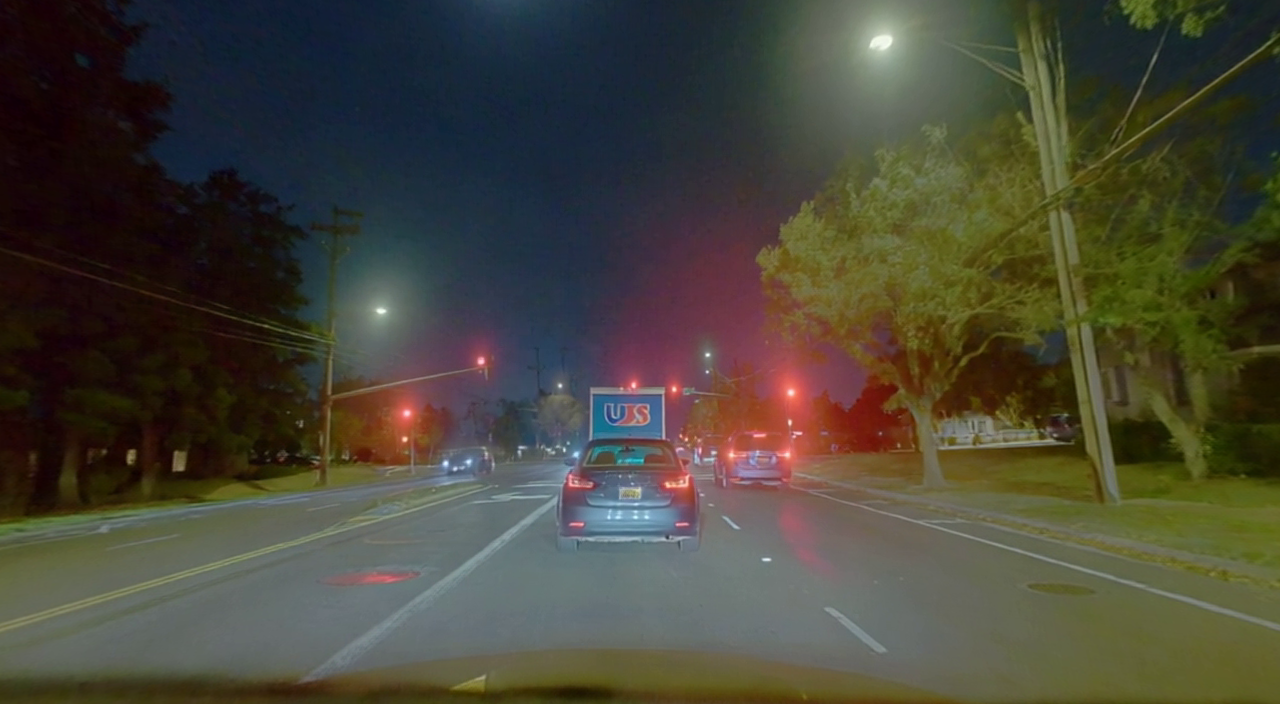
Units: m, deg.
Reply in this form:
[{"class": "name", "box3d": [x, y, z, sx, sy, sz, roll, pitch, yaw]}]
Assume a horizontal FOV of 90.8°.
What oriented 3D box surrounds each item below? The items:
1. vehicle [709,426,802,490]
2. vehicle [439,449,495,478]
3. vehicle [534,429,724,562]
[{"class": "vehicle", "box3d": [3.617, 3.438, 20.774, 2.145, 1.847, 4.524, 0, -8, -1]}, {"class": "vehicle", "box3d": [-9.755, 6.313, 36.003, 1.950, 1.467, 4.270, 0, -8, 1]}, {"class": "vehicle", "box3d": [-0.156, 1.937, 9.303, 2.135, 1.483, 4.207, 0, -8, -1]}]
